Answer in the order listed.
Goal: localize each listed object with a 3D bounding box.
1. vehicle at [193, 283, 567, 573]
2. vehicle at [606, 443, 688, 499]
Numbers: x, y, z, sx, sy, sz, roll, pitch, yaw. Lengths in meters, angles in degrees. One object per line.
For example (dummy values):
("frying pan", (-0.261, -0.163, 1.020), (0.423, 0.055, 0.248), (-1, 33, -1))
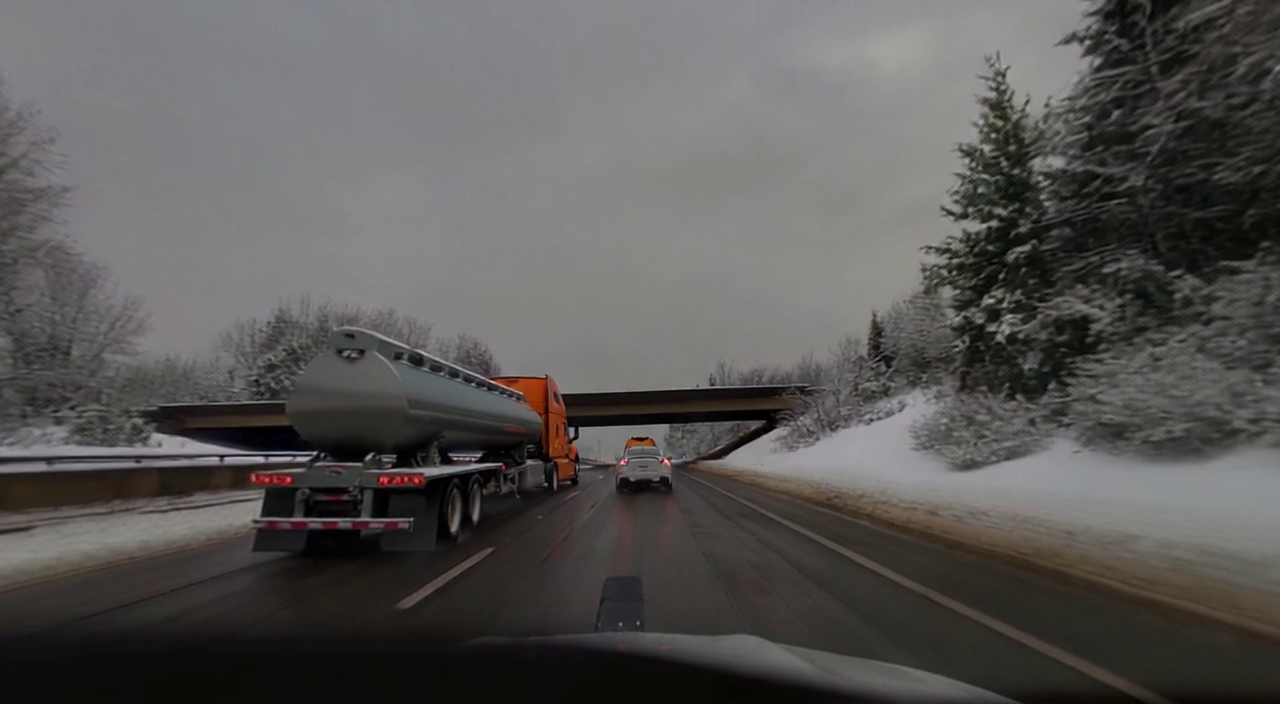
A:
("vehicle", (-3.988, 1.941, 15.092), (2.896, 3.563, 14.643), (0, -8, -1))
("vehicle", (0.178, 3.515, 19.202), (2.215, 1.481, 4.246), (0, -8, 0))
